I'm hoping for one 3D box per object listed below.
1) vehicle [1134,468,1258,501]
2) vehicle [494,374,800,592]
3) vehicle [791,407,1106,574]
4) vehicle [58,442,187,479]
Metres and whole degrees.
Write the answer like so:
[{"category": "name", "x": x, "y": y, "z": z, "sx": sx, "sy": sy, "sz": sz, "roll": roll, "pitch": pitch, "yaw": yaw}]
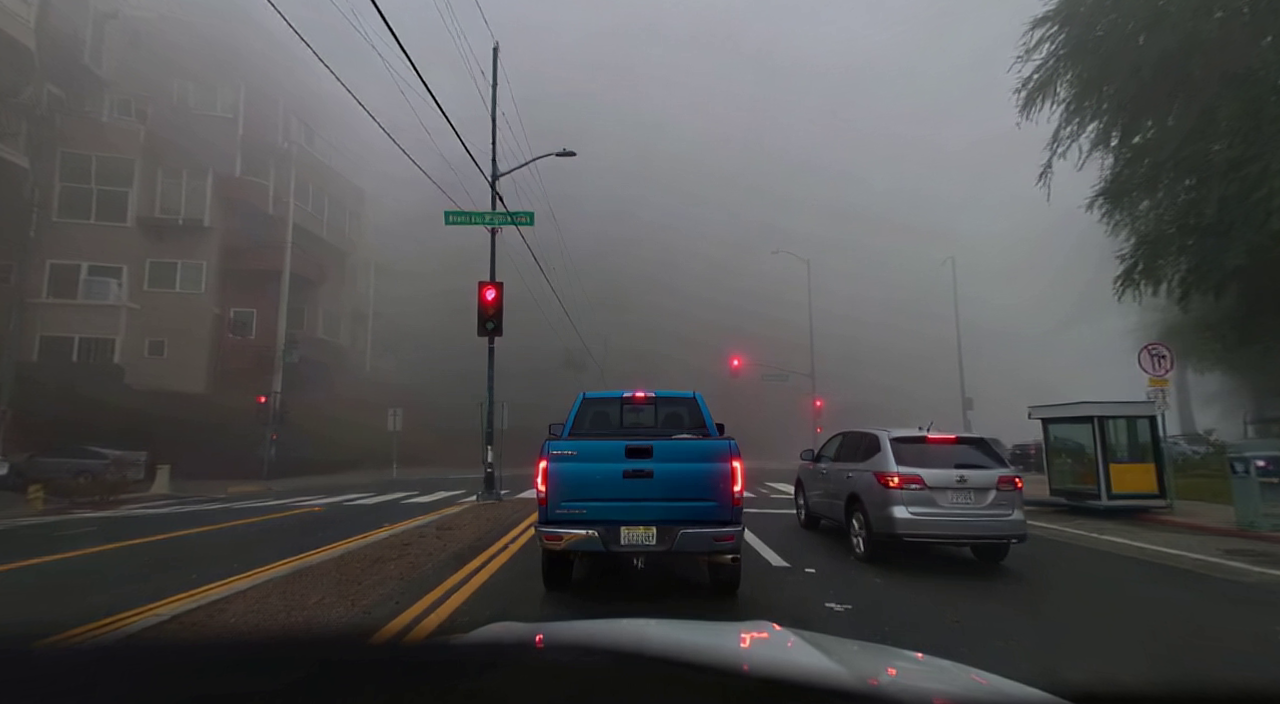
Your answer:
[{"category": "vehicle", "x": 26.379, "y": 6.288, "z": 30.002, "sx": 4.071, "sy": 1.388, "sz": 1.884, "roll": 0, "pitch": -8, "yaw": 1}, {"category": "vehicle", "x": 0.096, "y": 1.548, "z": 8.301, "sx": 2.738, "sy": 1.959, "sz": 5.070, "roll": 0, "pitch": -8, "yaw": 1}, {"category": "vehicle", "x": 3.860, "y": 1.827, "z": 9.146, "sx": 2.131, "sy": 1.759, "sz": 4.762, "roll": 0, "pitch": -8, "yaw": 0}, {"category": "vehicle", "x": -24.851, "y": 5.193, "z": 30.374, "sx": 4.563, "sy": 1.692, "sz": 1.778, "roll": 0, "pitch": -8, "yaw": -1}]
